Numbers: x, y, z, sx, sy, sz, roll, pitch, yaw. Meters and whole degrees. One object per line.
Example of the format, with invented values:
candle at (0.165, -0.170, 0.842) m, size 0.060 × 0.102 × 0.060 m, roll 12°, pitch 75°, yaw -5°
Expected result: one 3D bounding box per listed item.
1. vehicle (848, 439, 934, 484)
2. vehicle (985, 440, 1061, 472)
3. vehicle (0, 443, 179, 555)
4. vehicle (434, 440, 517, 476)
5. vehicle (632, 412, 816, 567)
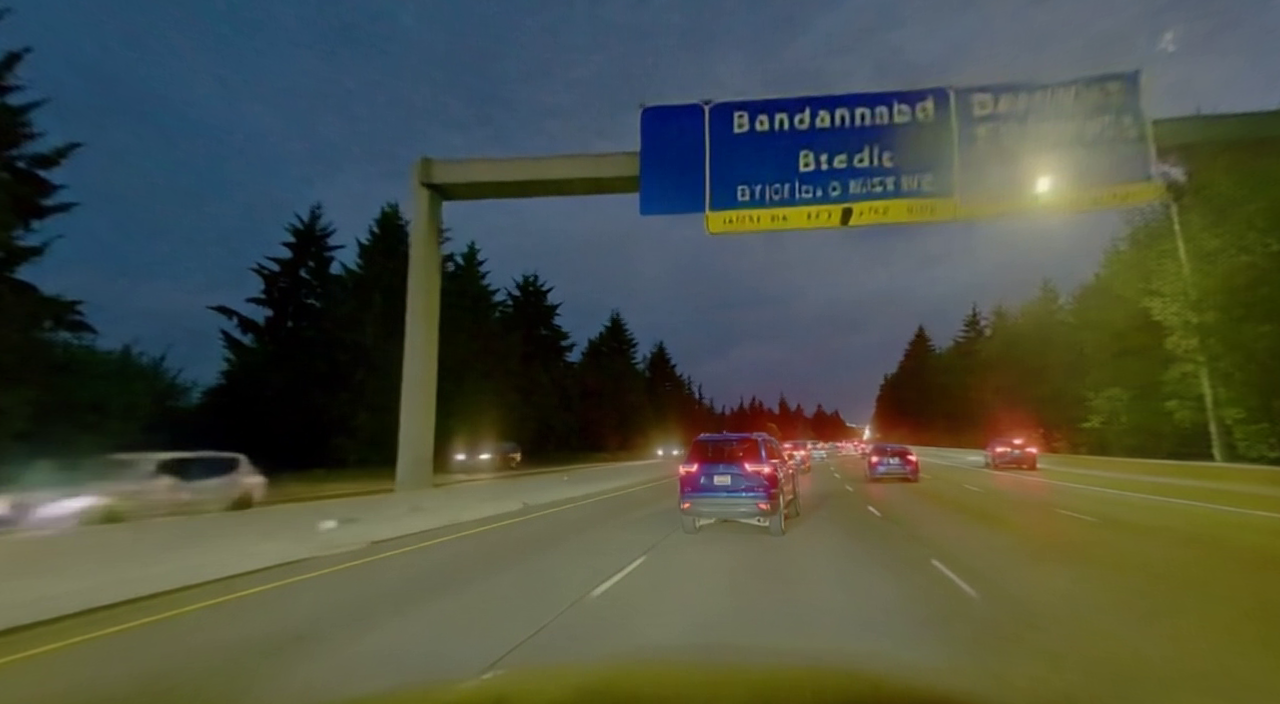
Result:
vehicle at (8.944, 3.914, 22.840) m, size 1.962 × 1.442 × 4.536 m, roll -2°, pitch -8°, yaw 10°
vehicle at (19.149, 5.183, 31.699) m, size 1.990 × 1.478 × 4.475 m, roll -2°, pitch -9°, yaw 14°
vehicle at (-9.955, 2.191, 9.613) m, size 1.917 × 1.566 × 4.370 m, roll -2°, pitch -9°, yaw 14°
vehicle at (-8.471, 5.492, 32.994) m, size 1.989 × 1.703 × 4.959 m, roll -2°, pitch -9°, yaw 14°
vehicle at (1.392, 1.785, 8.973) m, size 2.021 × 1.635 × 4.085 m, roll -2°, pitch -9°, yaw 14°
